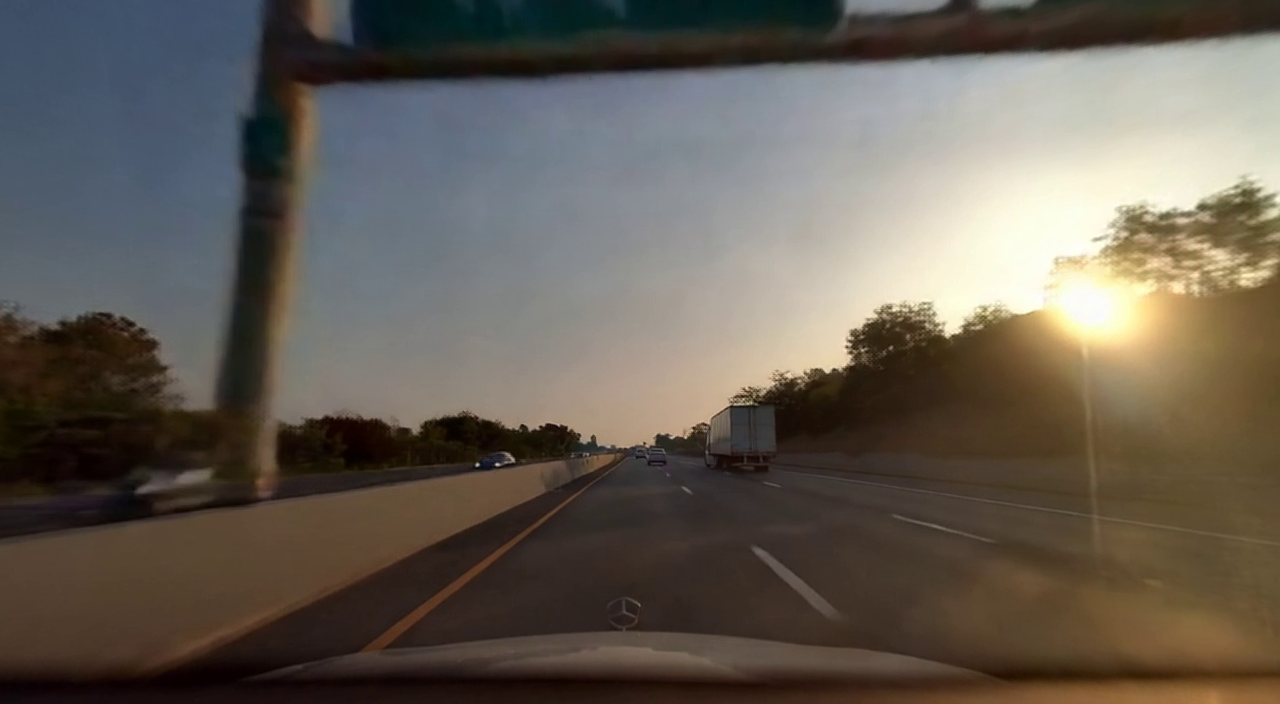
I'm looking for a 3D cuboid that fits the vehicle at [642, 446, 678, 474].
[{"bbox_3d":[1.127,6.425,37.549,2.024,1.579,3.707,-1,-9,0],"label":"vehicle"}]

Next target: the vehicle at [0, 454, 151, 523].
[{"bbox_3d":[-14.825,3.288,15.628,1.816,1.459,4.429,0,-9,-1],"label":"vehicle"}]

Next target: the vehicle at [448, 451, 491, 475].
[{"bbox_3d":[-11.337,7.395,42.071,1.774,1.458,4.238,0,-9,-2],"label":"vehicle"}]

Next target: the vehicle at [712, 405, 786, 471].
[{"bbox_3d":[7.506,6.406,45.860,2.907,4.042,13.858,0,-9,0],"label":"vehicle"}]
